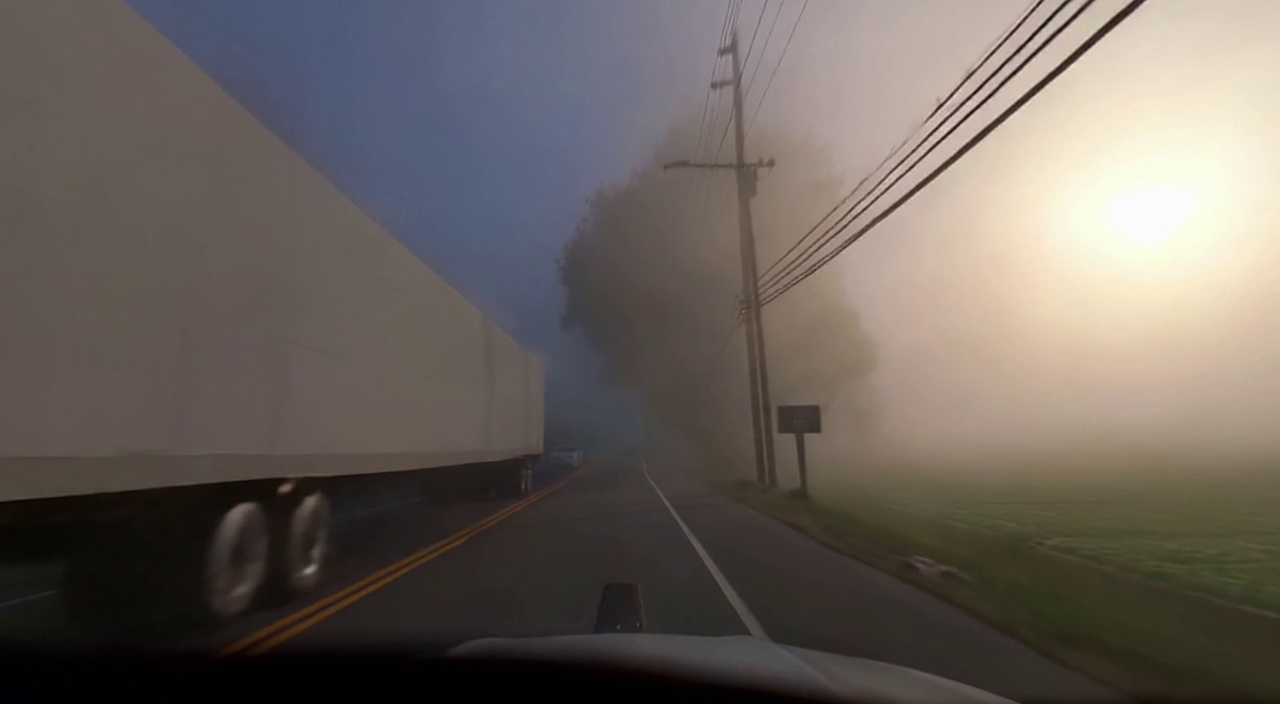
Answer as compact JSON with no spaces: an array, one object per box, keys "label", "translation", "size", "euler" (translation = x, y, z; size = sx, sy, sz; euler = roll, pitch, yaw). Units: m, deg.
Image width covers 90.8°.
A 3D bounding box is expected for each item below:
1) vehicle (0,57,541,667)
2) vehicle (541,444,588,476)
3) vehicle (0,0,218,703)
[{"label":"vehicle","translation":[-5.018,1.123,12.902],"size":[3.452,4.409,16.846],"euler":[-2,-8,-1]},{"label":"vehicle","translation":[-4.616,6.631,39.204],"size":[2.268,1.661,4.642],"euler":[-3,-8,0]},{"label":"vehicle","translation":[-4.819,-0.402,1.471],"size":[3.544,4.103,5.897],"euler":[-2,-9,-2]}]
